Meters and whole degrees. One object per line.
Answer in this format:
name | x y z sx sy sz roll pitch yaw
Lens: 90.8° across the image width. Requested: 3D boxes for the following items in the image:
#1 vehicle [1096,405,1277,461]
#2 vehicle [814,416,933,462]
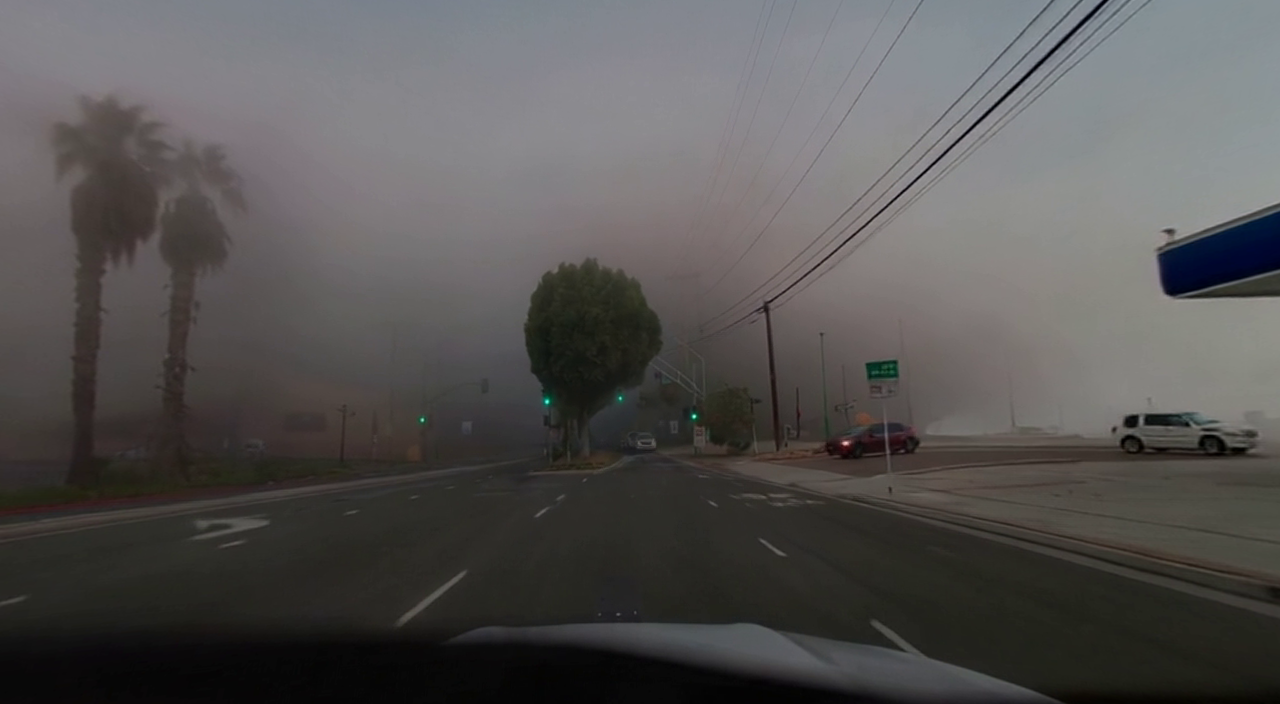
vehicle | 18.441 2.761 21.483 4.389 1.803 1.849 0 -8 -1
vehicle | 11.697 4.369 31.453 6.059 2.082 2.703 7 -11 -38
